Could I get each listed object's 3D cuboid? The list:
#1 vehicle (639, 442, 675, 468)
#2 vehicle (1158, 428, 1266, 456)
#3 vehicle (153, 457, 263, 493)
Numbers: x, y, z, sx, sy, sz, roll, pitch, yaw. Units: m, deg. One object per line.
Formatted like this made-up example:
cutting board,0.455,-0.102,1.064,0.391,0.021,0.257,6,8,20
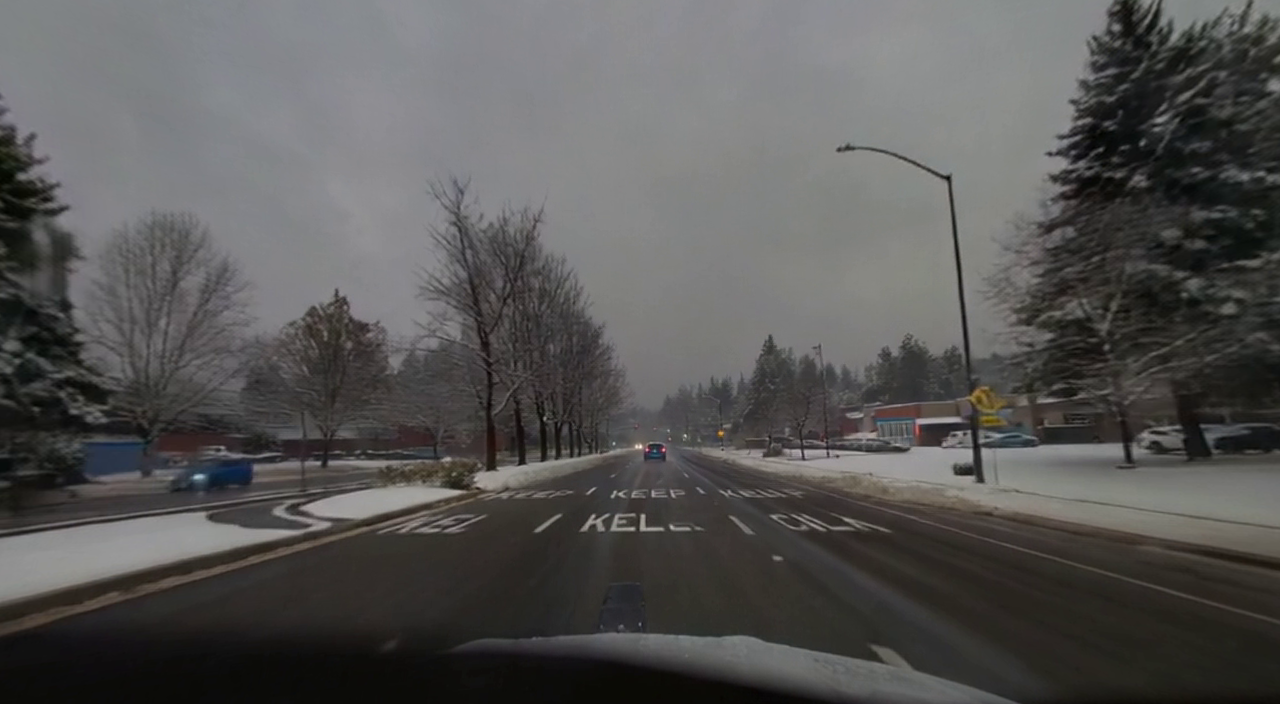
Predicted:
vehicle,1.054,6.465,39.490,2.144,1.505,4.128,0,-9,1
vehicle,31.714,5.005,34.888,4.002,1.501,2.000,0,-9,0
vehicle,-20.198,5.729,29.621,1.885,1.464,4.525,0,-9,2
